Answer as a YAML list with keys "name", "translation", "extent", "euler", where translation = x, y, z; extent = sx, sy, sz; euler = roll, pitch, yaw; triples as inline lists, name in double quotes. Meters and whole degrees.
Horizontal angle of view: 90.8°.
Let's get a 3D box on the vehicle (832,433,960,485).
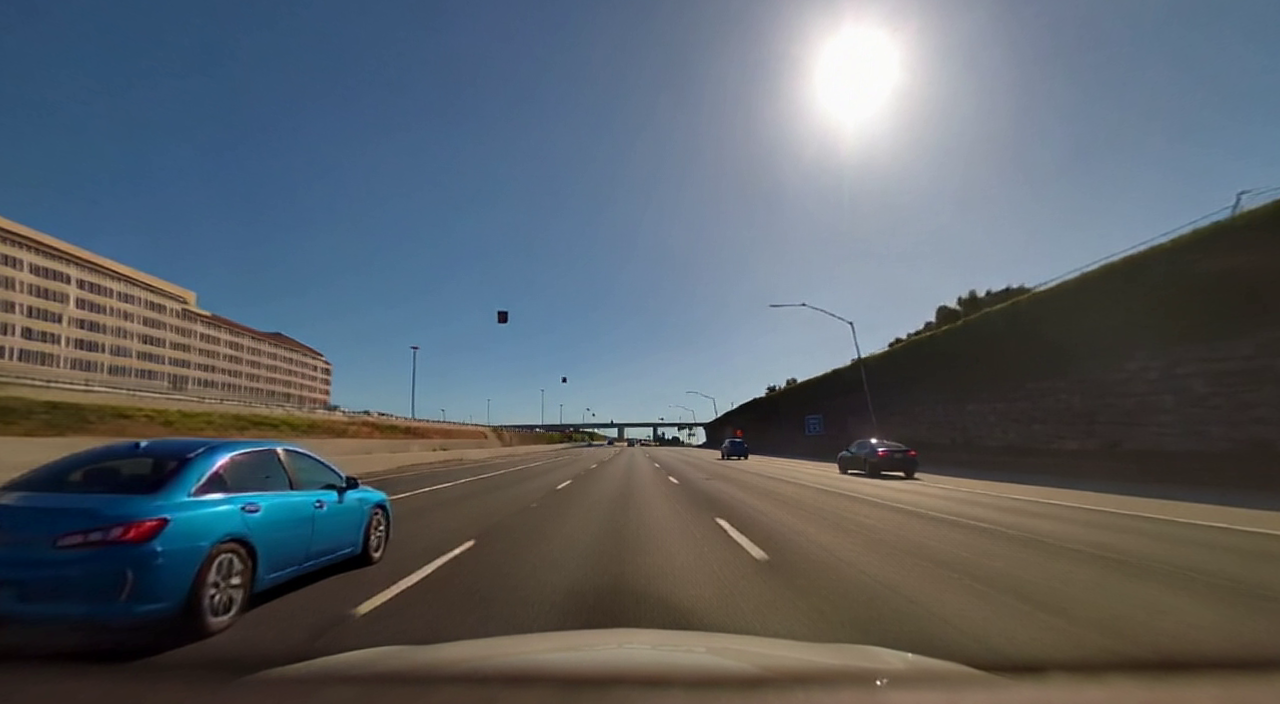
- name: "vehicle"
  translation: [8.909, 3.756, 22.610]
  extent: [2.165, 1.636, 5.175]
  euler: [0, -8, -3]
